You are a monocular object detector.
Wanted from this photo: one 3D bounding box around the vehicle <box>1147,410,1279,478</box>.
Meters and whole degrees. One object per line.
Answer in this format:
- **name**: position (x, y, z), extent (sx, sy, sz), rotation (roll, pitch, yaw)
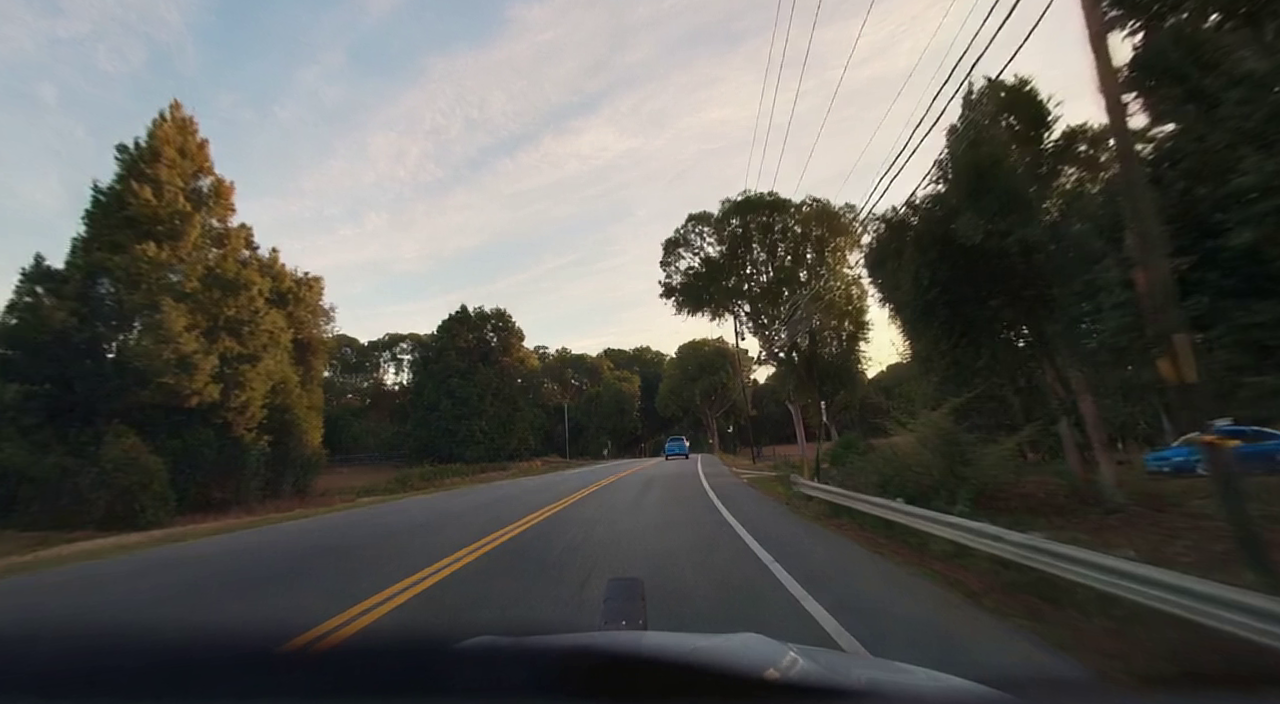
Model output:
- **vehicle**: position (23.828, 3.674, 25.229), extent (5.320, 2.489, 2.736), rotation (2, -9, -15)
